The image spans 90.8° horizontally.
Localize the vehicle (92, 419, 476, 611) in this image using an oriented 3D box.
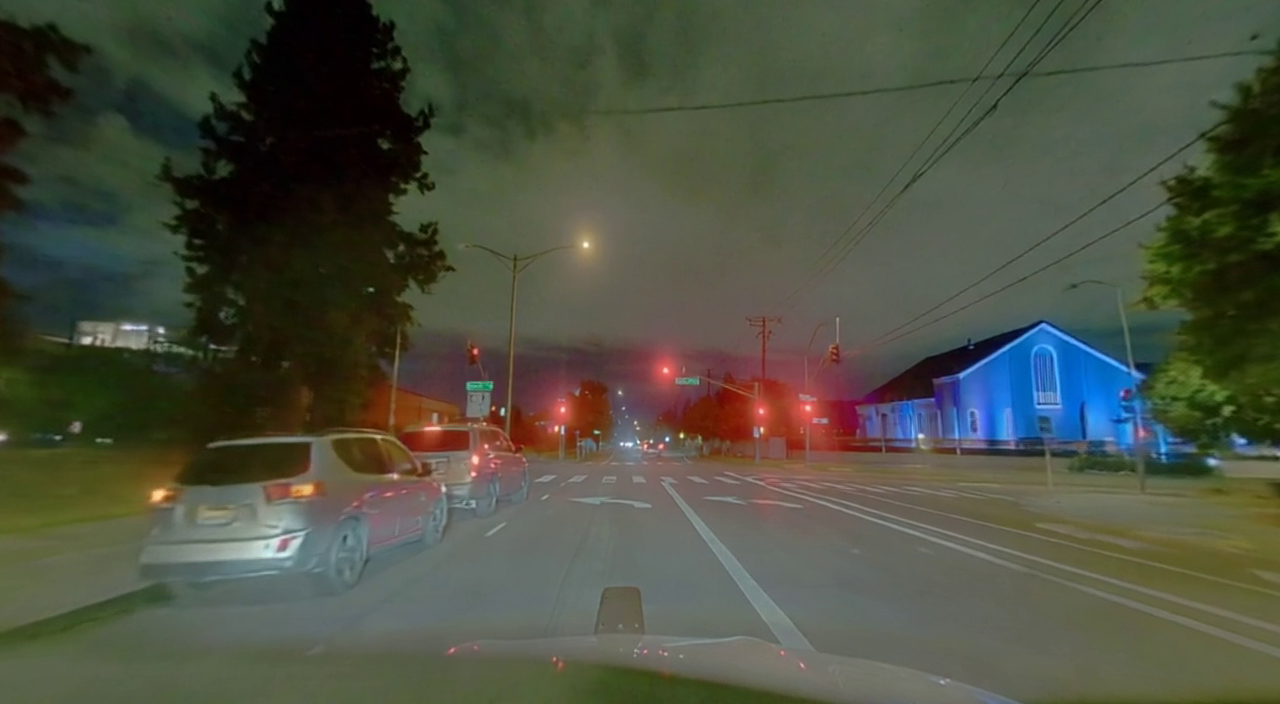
[{"bbox_3d":[-3.494,1.672,7.502,1.855,1.534,4.644,0,-9,0],"label":"vehicle"}]
